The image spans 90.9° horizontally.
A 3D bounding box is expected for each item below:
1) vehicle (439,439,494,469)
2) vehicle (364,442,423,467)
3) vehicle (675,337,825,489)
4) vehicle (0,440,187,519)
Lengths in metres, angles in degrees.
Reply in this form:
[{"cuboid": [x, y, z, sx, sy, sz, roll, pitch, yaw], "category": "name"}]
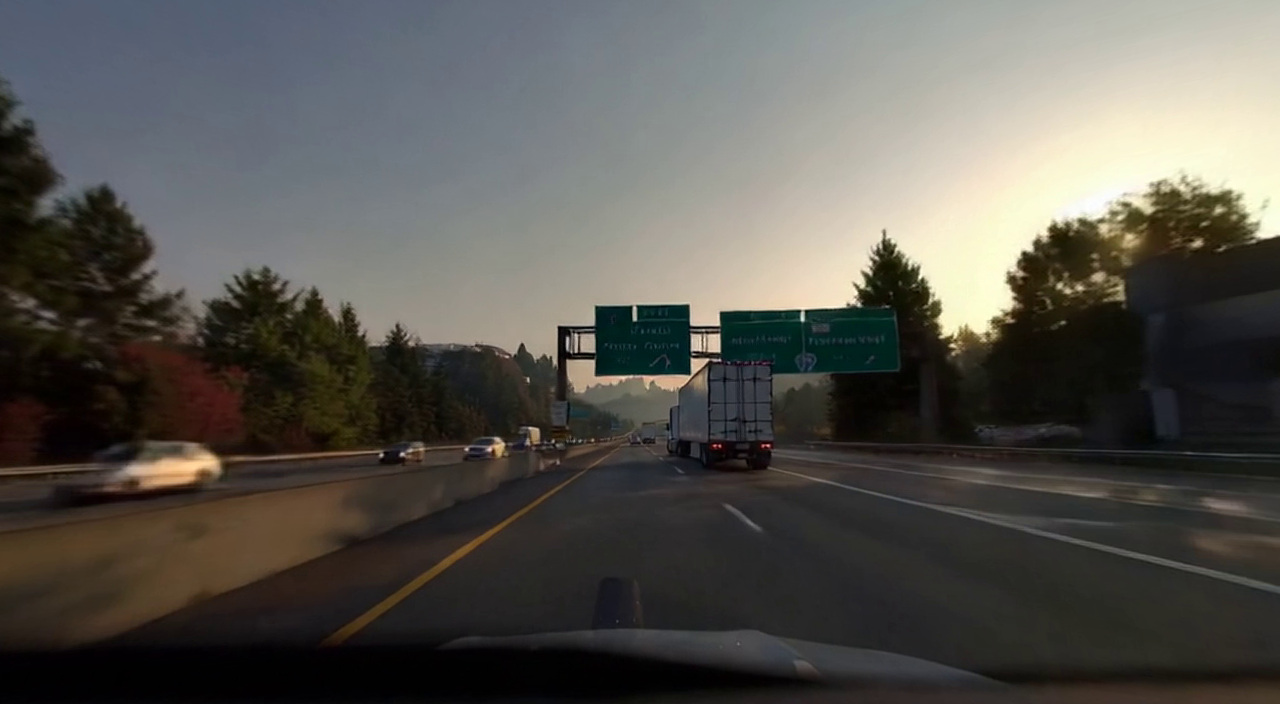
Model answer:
[{"cuboid": [-9.168, 5.394, 33.664, 1.847, 1.456, 3.890, 0, -8, 0], "category": "vehicle"}, {"cuboid": [-16.071, 6.690, 41.404, 1.965, 1.489, 4.918, 0, -8, -1], "category": "vehicle"}, {"cuboid": [3.241, 2.472, 23.282, 2.954, 3.995, 13.335, 0, -8, -1], "category": "vehicle"}, {"cuboid": [-13.241, 2.898, 14.973, 1.896, 1.577, 4.074, 0, -8, 0], "category": "vehicle"}]
